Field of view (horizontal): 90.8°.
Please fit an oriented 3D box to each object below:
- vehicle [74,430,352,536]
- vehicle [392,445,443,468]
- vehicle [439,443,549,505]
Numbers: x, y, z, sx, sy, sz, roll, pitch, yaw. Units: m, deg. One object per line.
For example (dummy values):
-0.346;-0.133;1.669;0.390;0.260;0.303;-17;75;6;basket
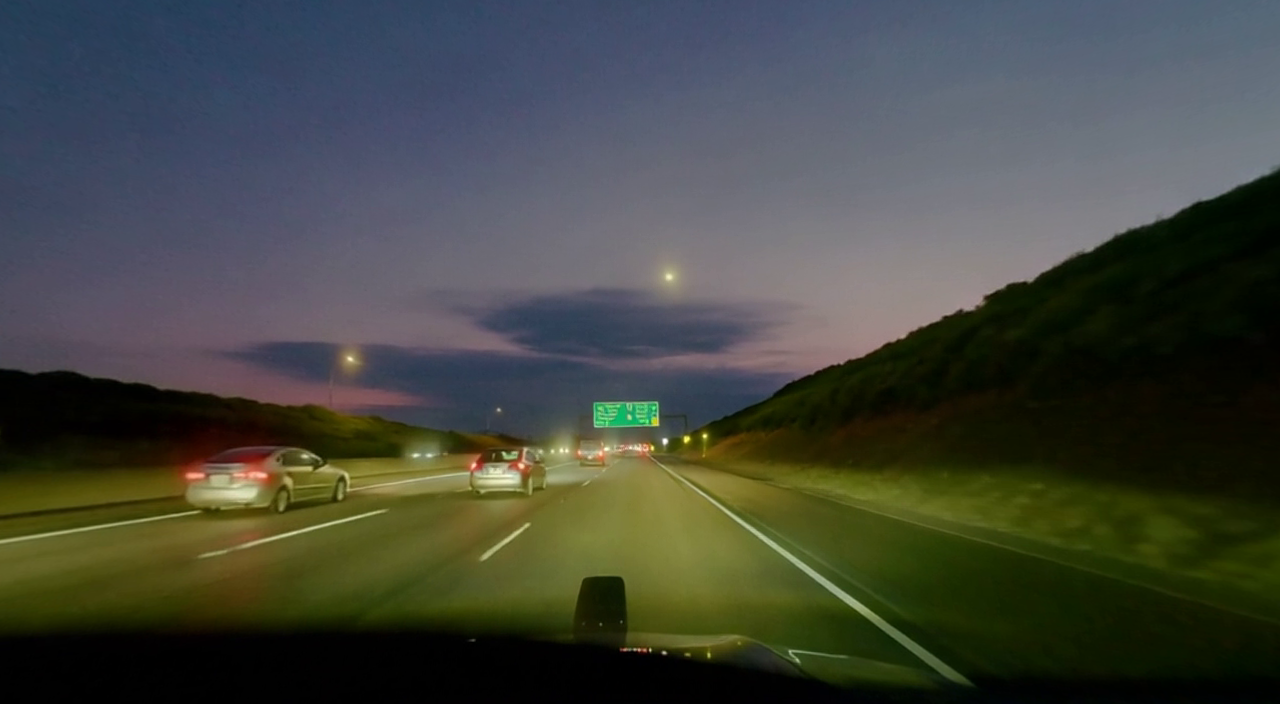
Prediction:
-7.352;2.289;11.571;2.091;1.558;4.220;0;-9;0;vehicle
-15.670;7.402;44.657;1.846;1.513;4.632;0;-9;0;vehicle
-3.684;3.151;16.684;1.924;1.436;3.915;0;-9;1;vehicle
